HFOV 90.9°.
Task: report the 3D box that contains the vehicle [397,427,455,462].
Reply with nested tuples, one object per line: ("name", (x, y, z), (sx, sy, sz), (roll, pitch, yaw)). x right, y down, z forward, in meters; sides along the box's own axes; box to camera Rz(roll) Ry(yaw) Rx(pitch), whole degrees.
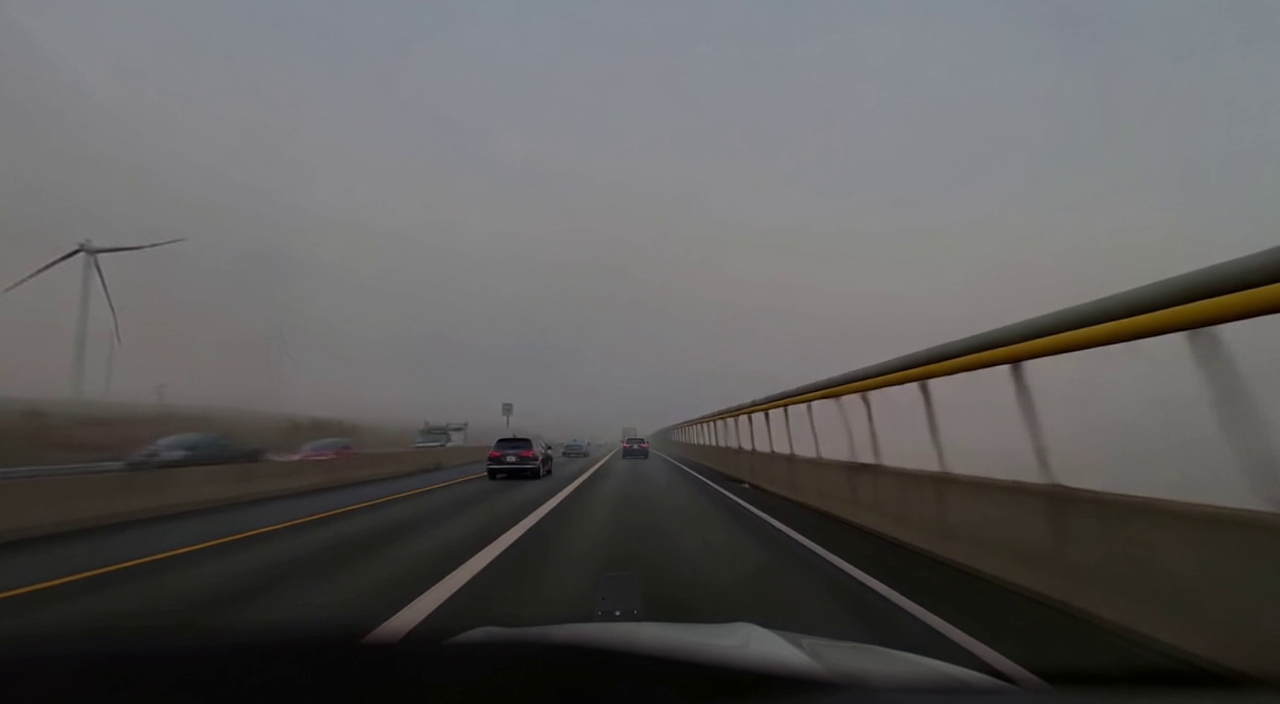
("vehicle", (-13.917, 6.024, 41.260), (2.055, 2.120, 5.013), (0, -8, 0))

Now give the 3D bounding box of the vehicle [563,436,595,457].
("vehicle", (-4.454, 6.923, 46.416), (2.059, 1.436, 3.802), (0, -8, -1))

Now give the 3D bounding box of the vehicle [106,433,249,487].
("vehicle", (-17.955, 4.162, 24.840), (2.109, 1.898, 4.672), (0, -8, -1))

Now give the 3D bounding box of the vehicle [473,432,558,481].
("vehicle", (-4.144, 3.548, 21.822), (1.998, 1.468, 4.635), (0, -8, 0))

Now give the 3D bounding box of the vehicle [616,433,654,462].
("vehicle", (-0.287, 5.299, 35.153), (2.027, 1.550, 3.607), (0, -8, -1))

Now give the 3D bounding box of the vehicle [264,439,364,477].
("vehicle", (-13.687, 4.442, 26.740), (2.102, 1.424, 4.011), (0, -8, -1))
